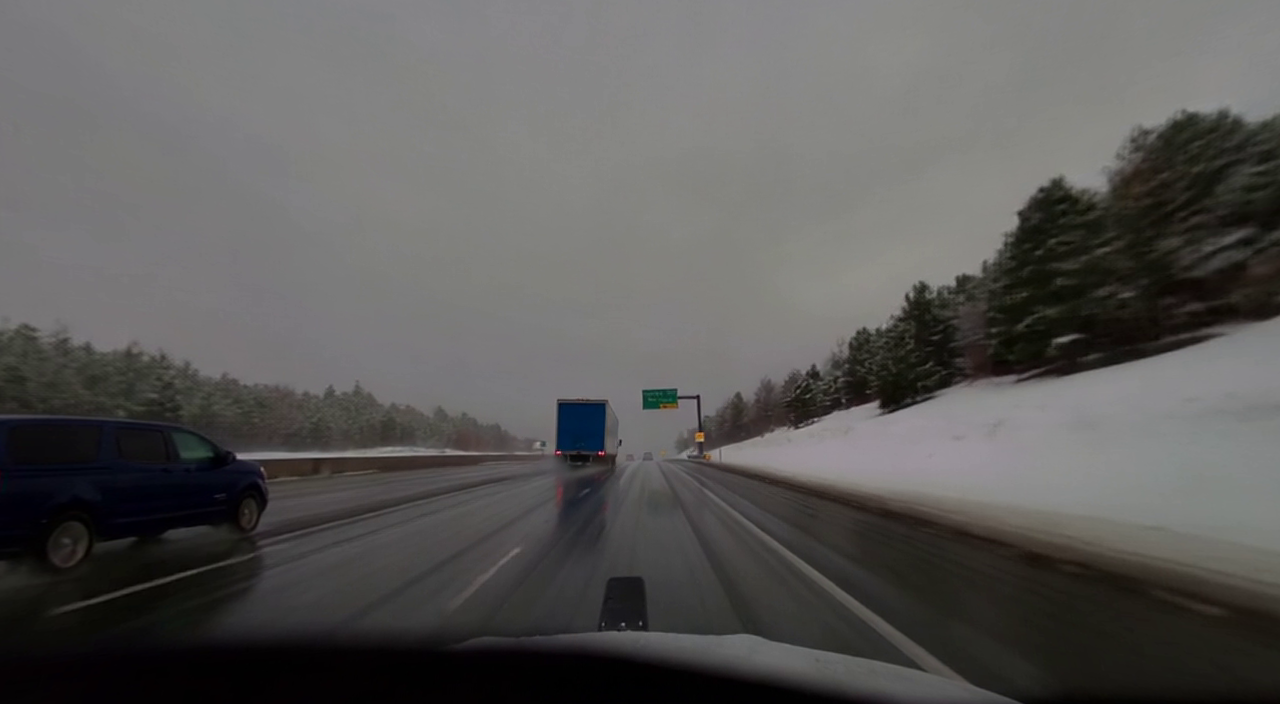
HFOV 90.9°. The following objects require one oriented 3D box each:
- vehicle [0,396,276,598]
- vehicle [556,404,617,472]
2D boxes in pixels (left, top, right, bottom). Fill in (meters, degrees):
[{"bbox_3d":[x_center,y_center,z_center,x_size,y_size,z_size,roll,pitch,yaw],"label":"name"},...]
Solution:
[{"bbox_3d":[-7.044,1.608,7.620,2.175,1.860,5.236,0,-8,0],"label":"vehicle"},{"bbox_3d":[-3.523,6.291,45.815,2.893,4.073,15.281,0,-8,1],"label":"vehicle"}]
